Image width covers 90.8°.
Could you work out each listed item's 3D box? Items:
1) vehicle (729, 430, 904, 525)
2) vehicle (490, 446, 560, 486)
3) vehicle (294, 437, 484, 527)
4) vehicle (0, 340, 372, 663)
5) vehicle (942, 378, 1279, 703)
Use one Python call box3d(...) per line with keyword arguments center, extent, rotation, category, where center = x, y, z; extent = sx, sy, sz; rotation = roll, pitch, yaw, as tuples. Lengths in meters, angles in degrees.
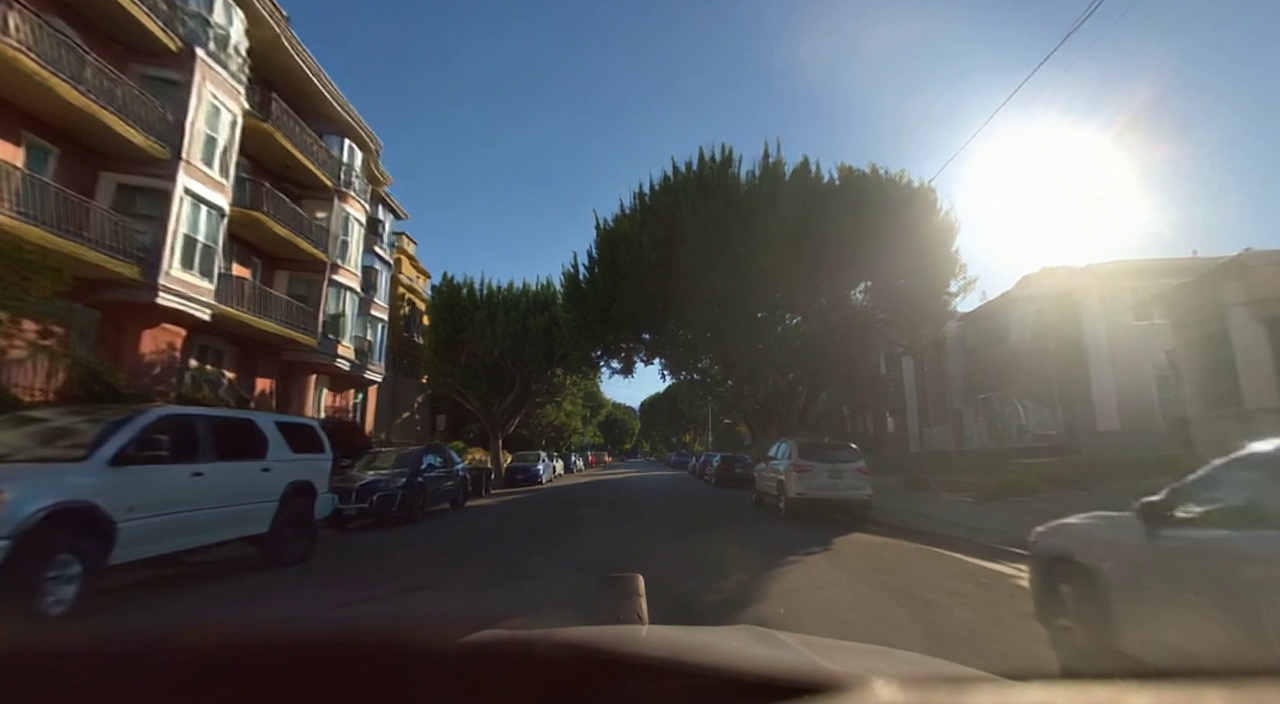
box3d(center=(3.994, 2.986, 15.800), extent=(2.473, 1.895, 6.050), rotation=(0, -9, -2), category="vehicle")
box3d(center=(-5.391, 5.420, 30.379), extent=(2.222, 1.735, 5.215), rotation=(0, -8, 2), category="vehicle")
box3d(center=(-5.640, 2.991, 15.283), extent=(2.122, 1.722, 5.662), rotation=(-1, -9, 2), category="vehicle")
box3d(center=(-5.542, 1.441, 6.943), extent=(2.596, 2.152, 5.689), rotation=(-2, -9, 1), category="vehicle")
box3d(center=(3.698, 0.964, 2.570), extent=(2.445, 1.662, 5.309), rotation=(0, -8, 2), category="vehicle")
